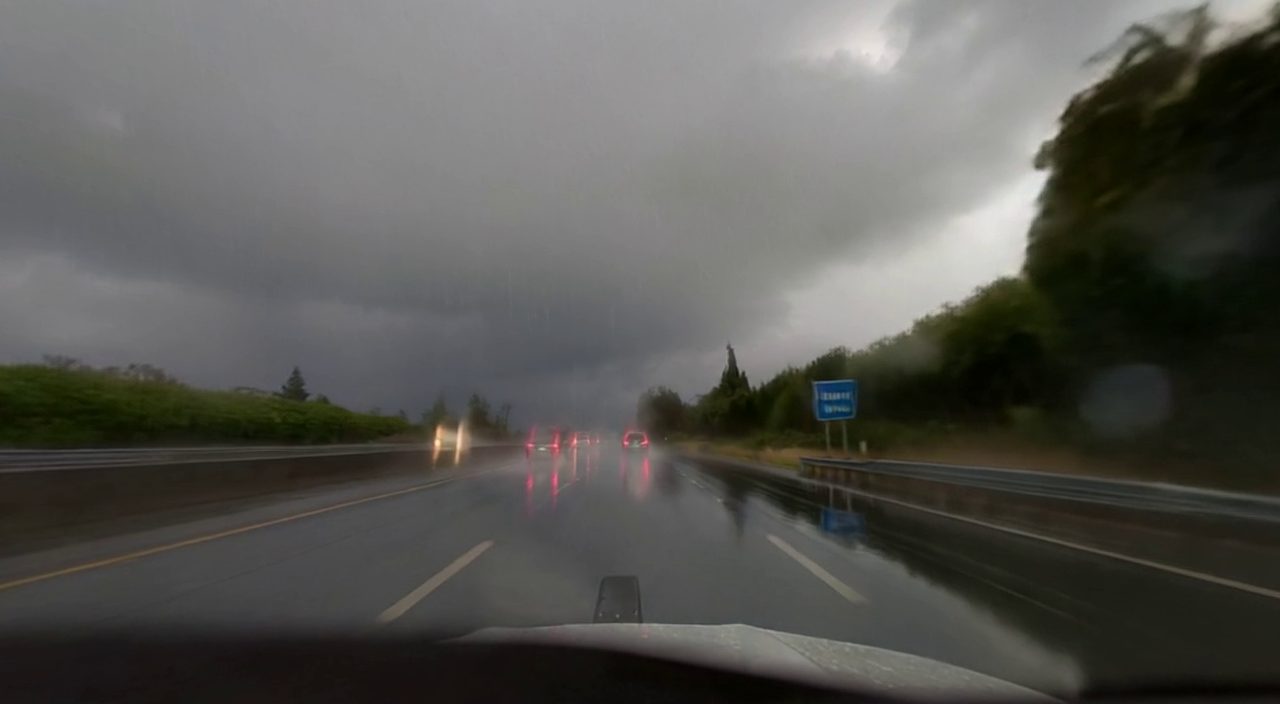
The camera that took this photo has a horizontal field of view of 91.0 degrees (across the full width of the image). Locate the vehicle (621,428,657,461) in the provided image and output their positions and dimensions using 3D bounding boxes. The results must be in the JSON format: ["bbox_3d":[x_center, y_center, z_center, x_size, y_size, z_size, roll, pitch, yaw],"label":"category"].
[{"bbox_3d":[-0.116,5.923,40.448,2.223,1.957,4.416,0,-8,-1],"label":"vehicle"}]

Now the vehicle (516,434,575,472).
[{"bbox_3d":[-4.153,4.496,28.326,2.062,1.567,4.117,0,-8,0],"label":"vehicle"}]
